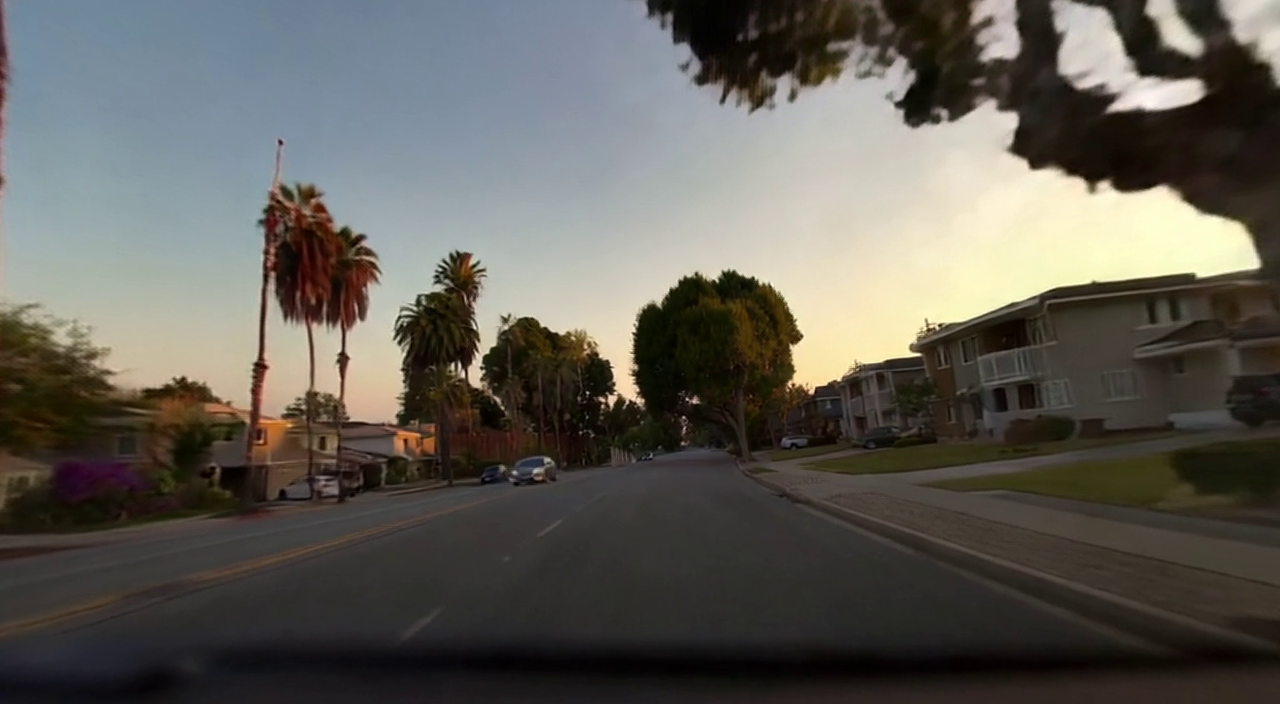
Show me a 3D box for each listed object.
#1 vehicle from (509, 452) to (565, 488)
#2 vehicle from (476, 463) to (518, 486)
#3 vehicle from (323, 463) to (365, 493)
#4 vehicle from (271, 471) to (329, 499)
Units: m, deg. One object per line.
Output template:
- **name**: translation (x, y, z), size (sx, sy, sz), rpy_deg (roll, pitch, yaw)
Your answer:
- **vehicle**: translation (-5.328, 6.150, 33.210), size (1.746, 1.503, 4.400), rpy_deg (-7, -9, 5)
- **vehicle**: translation (-10.859, 9.292, 48.214), size (1.804, 1.498, 4.136), rpy_deg (-4, -9, 6)
- **vehicle**: translation (-20.910, 8.901, 44.755), size (2.075, 1.846, 4.684), rpy_deg (2, -9, -18)
- **vehicle**: translation (-21.421, 8.294, 39.681), size (4.461, 1.477, 1.862), rpy_deg (-9, -12, 44)
